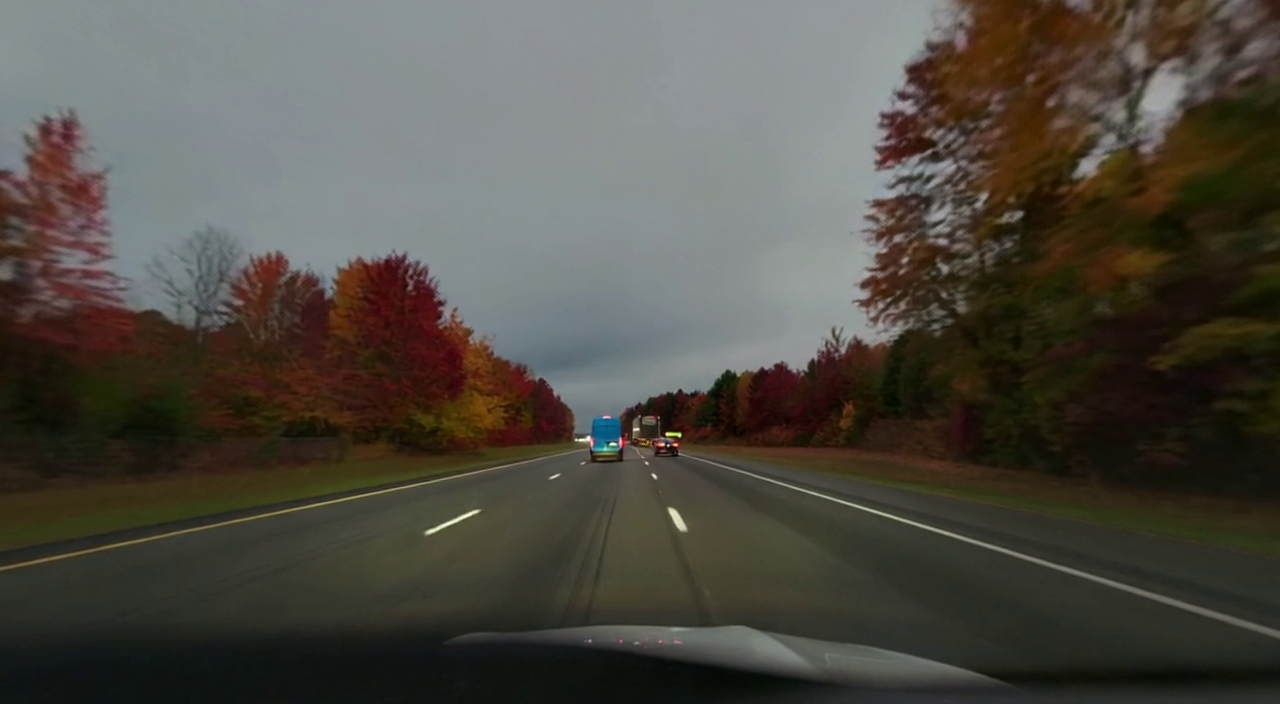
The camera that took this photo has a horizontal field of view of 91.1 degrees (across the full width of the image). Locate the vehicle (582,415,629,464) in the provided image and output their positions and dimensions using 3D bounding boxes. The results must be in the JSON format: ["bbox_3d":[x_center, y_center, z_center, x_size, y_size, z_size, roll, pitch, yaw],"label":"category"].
[{"bbox_3d":[-1.907,5.129,36.869,2.389,2.637,5.437,0,-8,1],"label":"vehicle"}]

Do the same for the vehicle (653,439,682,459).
[{"bbox_3d":[2.111,7.637,49.902,1.962,1.508,4.363,0,-8,-2],"label":"vehicle"}]
